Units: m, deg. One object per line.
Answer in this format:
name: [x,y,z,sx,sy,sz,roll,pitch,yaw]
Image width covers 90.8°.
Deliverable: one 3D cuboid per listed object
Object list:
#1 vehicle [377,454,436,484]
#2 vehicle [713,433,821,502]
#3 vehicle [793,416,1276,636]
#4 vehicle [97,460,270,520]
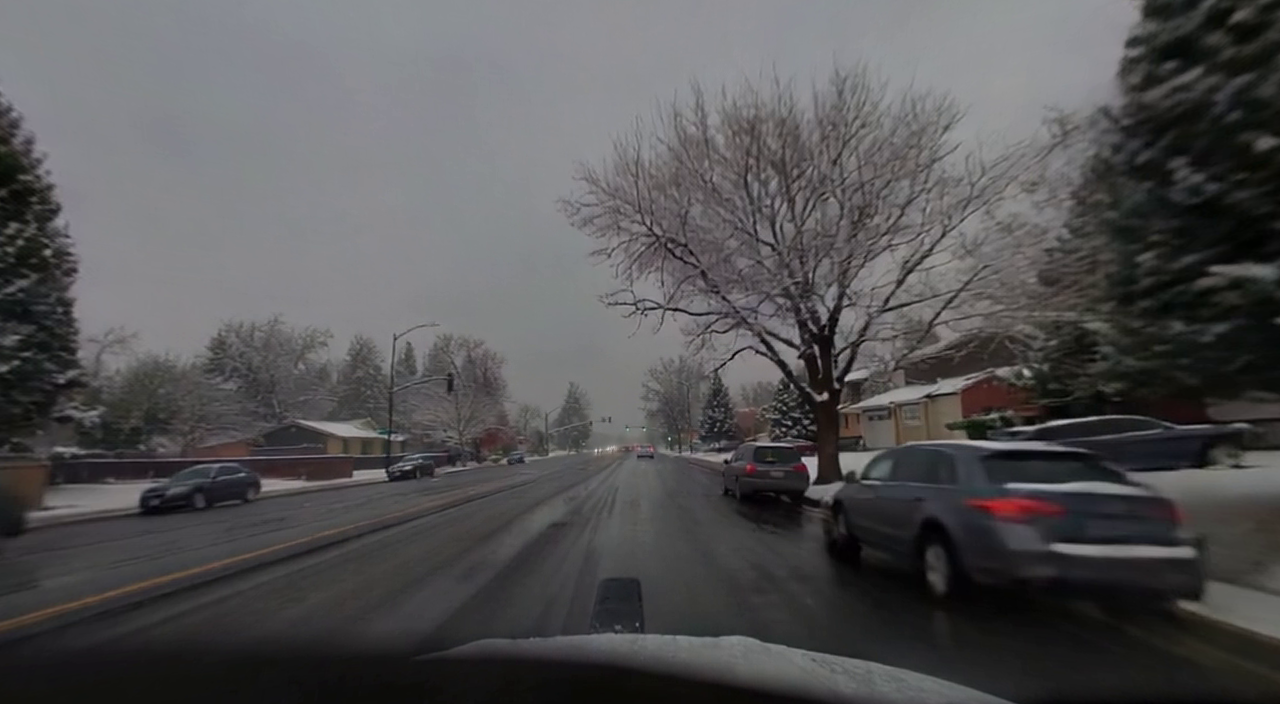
vehicle: [-13.914,6.936,37.886,1.876,1.495,4.647,-4,-9,-2]
vehicle: [3.414,3.228,17.980,2.078,1.679,4.562,0,-9,-1]
vehicle: [3.468,1.648,7.209,2.034,1.551,5.272,0,-9,-1]
vehicle: [-13.814,4.159,19.573,2.021,1.513,4.568,0,-9,-1]
